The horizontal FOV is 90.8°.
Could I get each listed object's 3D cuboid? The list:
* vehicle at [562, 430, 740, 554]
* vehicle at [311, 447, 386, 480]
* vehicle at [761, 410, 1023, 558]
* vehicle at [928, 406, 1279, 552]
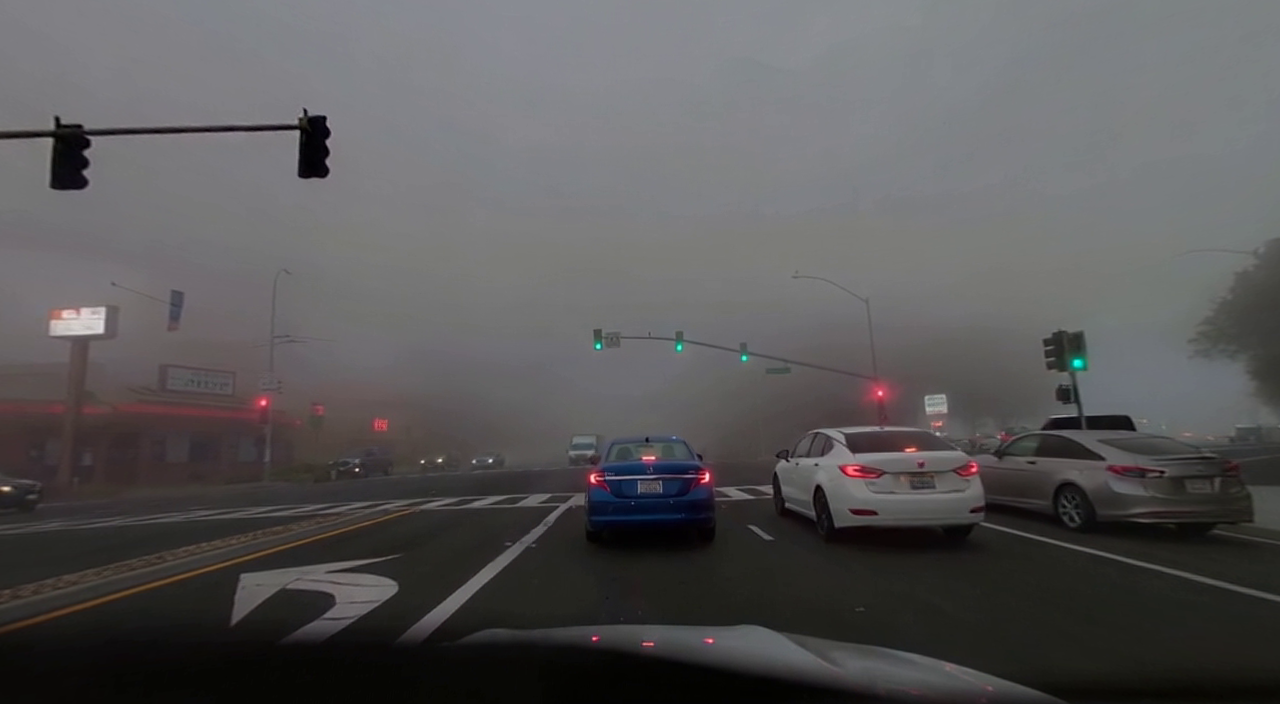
[{"bbox_3d":[0.098,1.986,9.691,2.135,1.468,4.076,0,-8,-1],"label":"vehicle"},{"bbox_3d":[-18.577,7.085,40.654,2.324,1.911,5.610,0,-8,-2],"label":"vehicle"},{"bbox_3d":[3.266,1.826,9.459,1.973,1.633,4.717,0,-8,0],"label":"vehicle"},{"bbox_3d":[6.457,1.808,9.623,2.009,1.700,4.275,0,-8,-1],"label":"vehicle"}]
